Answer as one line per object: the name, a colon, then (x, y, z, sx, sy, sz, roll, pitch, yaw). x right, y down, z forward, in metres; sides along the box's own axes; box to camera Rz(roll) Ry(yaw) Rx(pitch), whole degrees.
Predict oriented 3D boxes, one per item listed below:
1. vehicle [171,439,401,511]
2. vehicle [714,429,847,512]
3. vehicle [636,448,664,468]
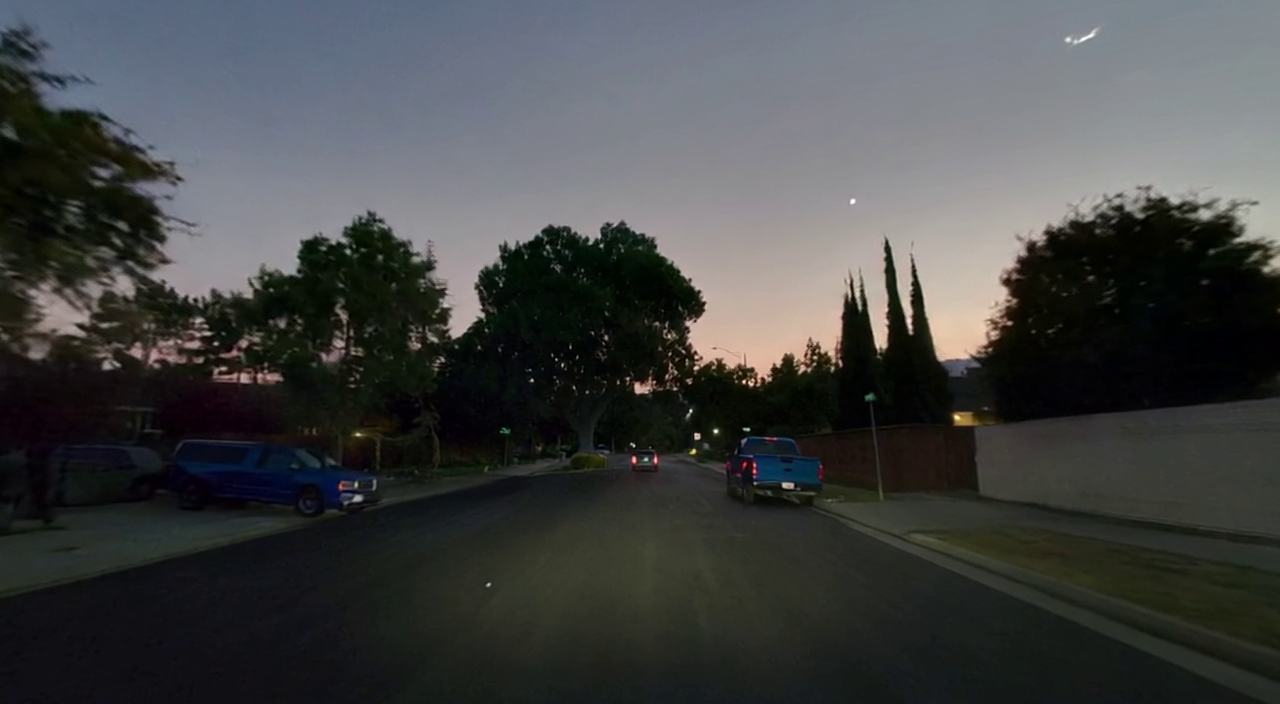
vehicle: (-9.319, 3.239, 16.950, 4.947, 1.769, 2.023, 0, -9, 2)
vehicle: (3.610, 3.194, 17.656, 2.394, 1.901, 5.759, 0, -9, 0)
vehicle: (0.735, 8.085, 48.370, 2.064, 1.477, 3.968, 0, -9, 1)
